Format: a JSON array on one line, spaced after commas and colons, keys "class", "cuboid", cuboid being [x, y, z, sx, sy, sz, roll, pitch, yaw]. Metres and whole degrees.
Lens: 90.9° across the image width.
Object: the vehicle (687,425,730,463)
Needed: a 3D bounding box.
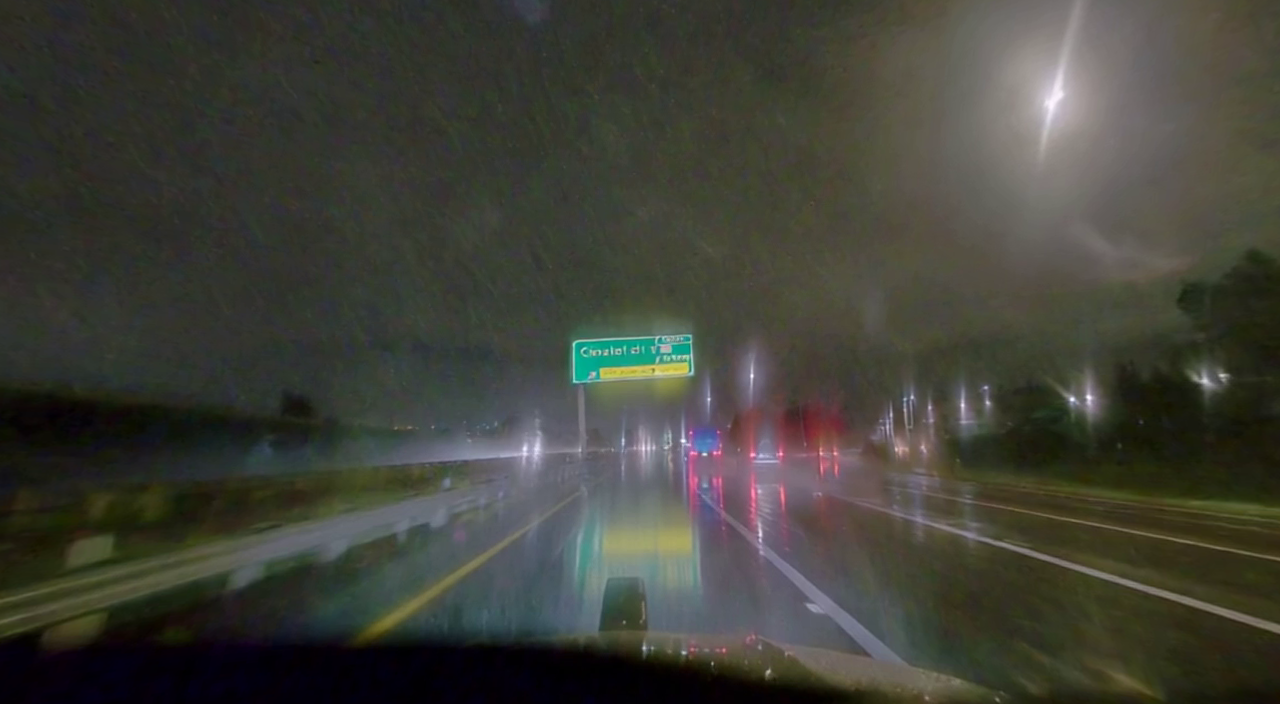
[{"class": "vehicle", "cuboid": [4.805, 6.556, 45.041, 2.430, 2.495, 6.062, -1, -8, 1]}]
